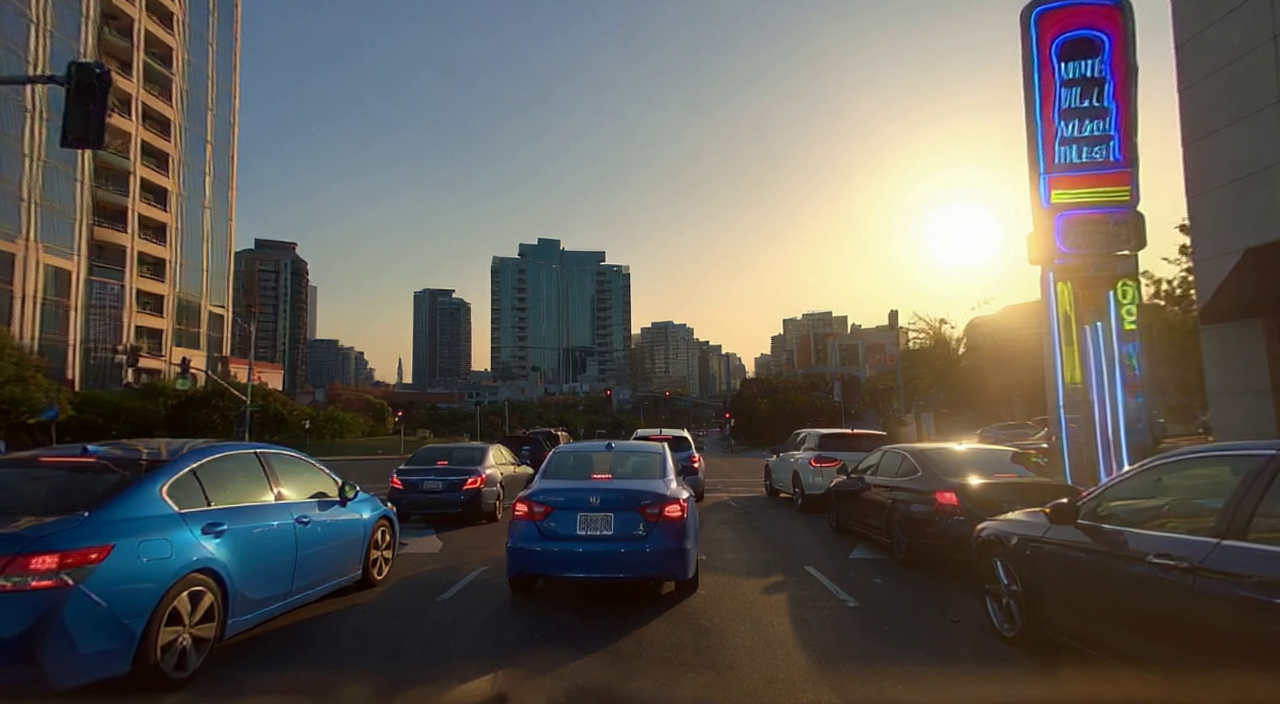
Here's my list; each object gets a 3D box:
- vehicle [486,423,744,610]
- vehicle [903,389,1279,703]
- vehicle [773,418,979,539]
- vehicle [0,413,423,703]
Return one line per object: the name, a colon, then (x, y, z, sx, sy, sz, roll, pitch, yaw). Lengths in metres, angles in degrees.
vehicle: (-0.188, 1.623, 7.124, 2.059, 1.477, 3.988, 0, -8, 0)
vehicle: (3.423, 1.076, 3.600, 1.981, 1.499, 4.536, 0, -8, 2)
vehicle: (3.764, 2.097, 11.011, 2.007, 1.683, 4.171, 0, -8, 1)
vehicle: (-3.404, 1.298, 4.712, 1.980, 1.454, 4.226, 0, -8, 1)
